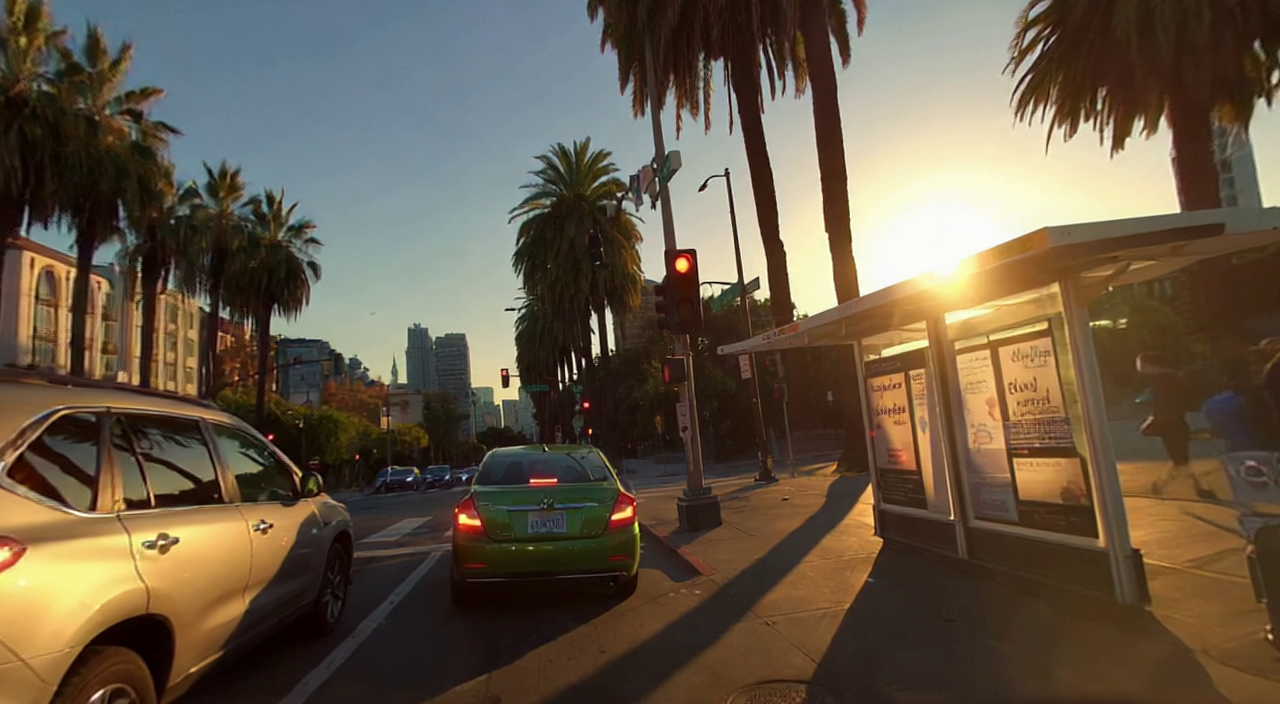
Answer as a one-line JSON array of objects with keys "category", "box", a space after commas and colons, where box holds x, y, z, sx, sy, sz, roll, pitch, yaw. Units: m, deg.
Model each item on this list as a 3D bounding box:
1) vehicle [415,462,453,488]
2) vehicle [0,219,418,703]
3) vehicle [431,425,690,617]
[{"category": "vehicle", "box": [-14.625, 8.691, 44.991, 1.964, 1.642, 4.085, 1, -9, -10]}, {"category": "vehicle", "box": [-2.764, 0.909, 3.230, 2.098, 1.851, 4.571, 1, -9, -7]}, {"category": "vehicle", "box": [-1.018, 1.652, 7.241, 2.065, 1.467, 4.289, 2, -9, -11]}]
